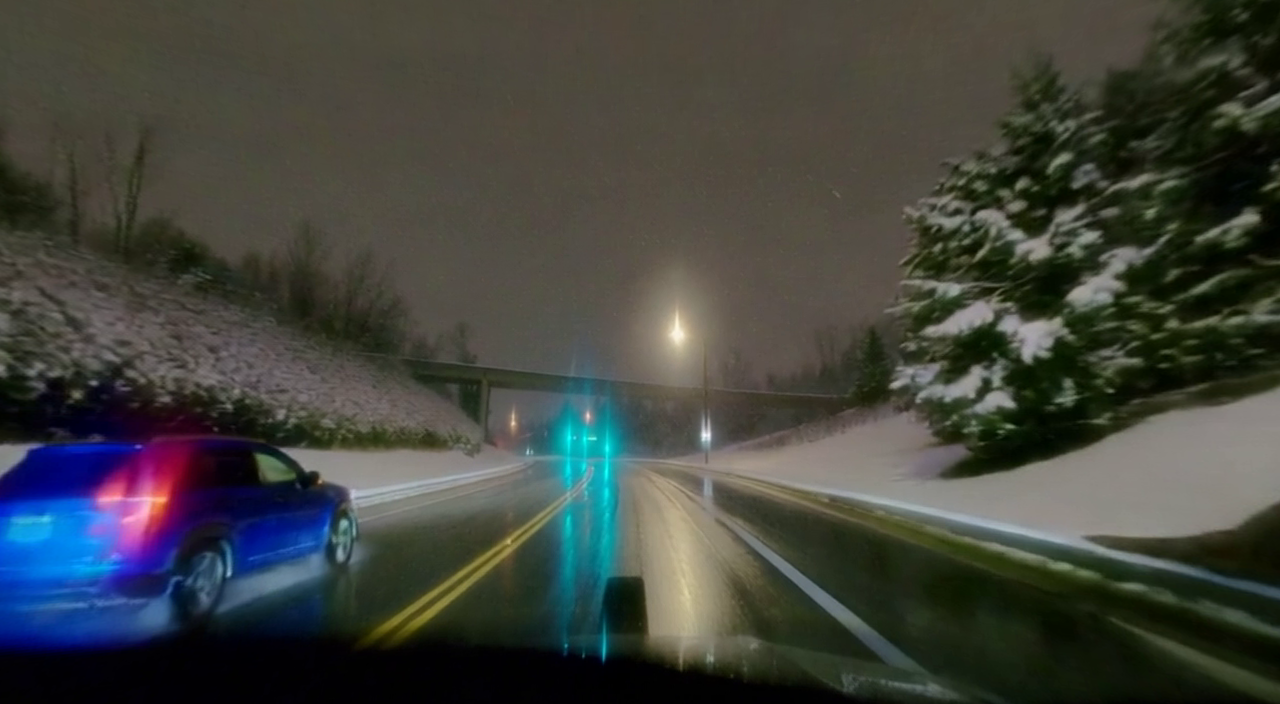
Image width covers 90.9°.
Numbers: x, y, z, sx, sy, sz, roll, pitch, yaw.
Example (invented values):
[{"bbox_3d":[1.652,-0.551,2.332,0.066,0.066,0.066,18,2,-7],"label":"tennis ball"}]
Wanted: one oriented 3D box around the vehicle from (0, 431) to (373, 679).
[{"bbox_3d":[-4.578,1.590,6.162,1.968,1.503,4.443,0,-9,0],"label":"vehicle"}]
